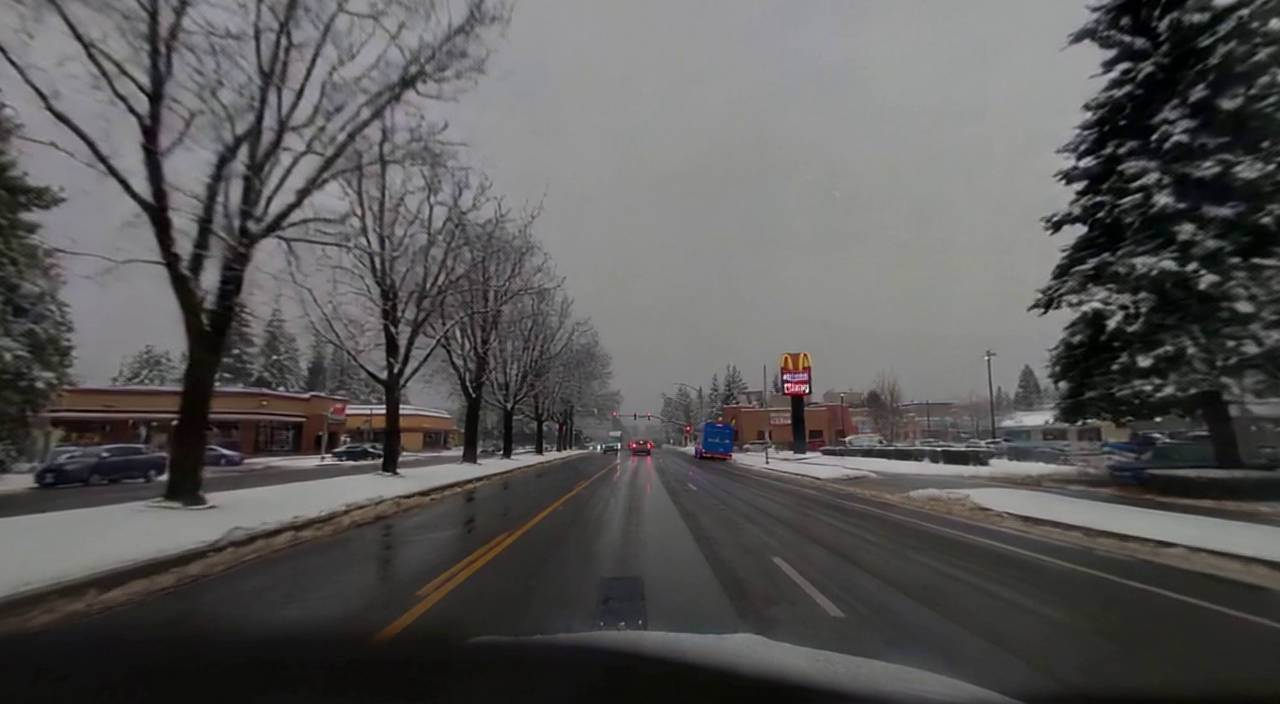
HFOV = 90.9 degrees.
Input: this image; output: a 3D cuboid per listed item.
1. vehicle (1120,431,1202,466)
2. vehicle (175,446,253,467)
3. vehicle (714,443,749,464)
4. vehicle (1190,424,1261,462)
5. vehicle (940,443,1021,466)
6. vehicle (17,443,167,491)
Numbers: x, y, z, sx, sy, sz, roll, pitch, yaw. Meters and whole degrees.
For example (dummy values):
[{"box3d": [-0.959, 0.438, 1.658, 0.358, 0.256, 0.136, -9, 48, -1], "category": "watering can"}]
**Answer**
[{"box3d": [40.286, 7.426, 48.720, 6.741, 2.278, 2.778, 2, -10, -34], "category": "vehicle"}, {"box3d": [-31.104, 7.633, 46.102, 4.566, 1.484, 2.051, -3, -9, 12], "category": "vehicle"}, {"box3d": [6.829, 7.647, 47.499, 1.980, 1.473, 4.537, -1, -9, 0], "category": "vehicle"}, {"box3d": [43.573, 6.718, 46.905, 5.712, 2.575, 2.180, 3, -9, -32], "category": "vehicle"}, {"box3d": [24.072, 7.263, 44.679, 4.744, 1.481, 1.855, -7, -10, 34], "category": "vehicle"}, {"box3d": [-22.445, 4.701, 26.154, 2.040, 1.788, 4.595, -1, -9, 0], "category": "vehicle"}]
